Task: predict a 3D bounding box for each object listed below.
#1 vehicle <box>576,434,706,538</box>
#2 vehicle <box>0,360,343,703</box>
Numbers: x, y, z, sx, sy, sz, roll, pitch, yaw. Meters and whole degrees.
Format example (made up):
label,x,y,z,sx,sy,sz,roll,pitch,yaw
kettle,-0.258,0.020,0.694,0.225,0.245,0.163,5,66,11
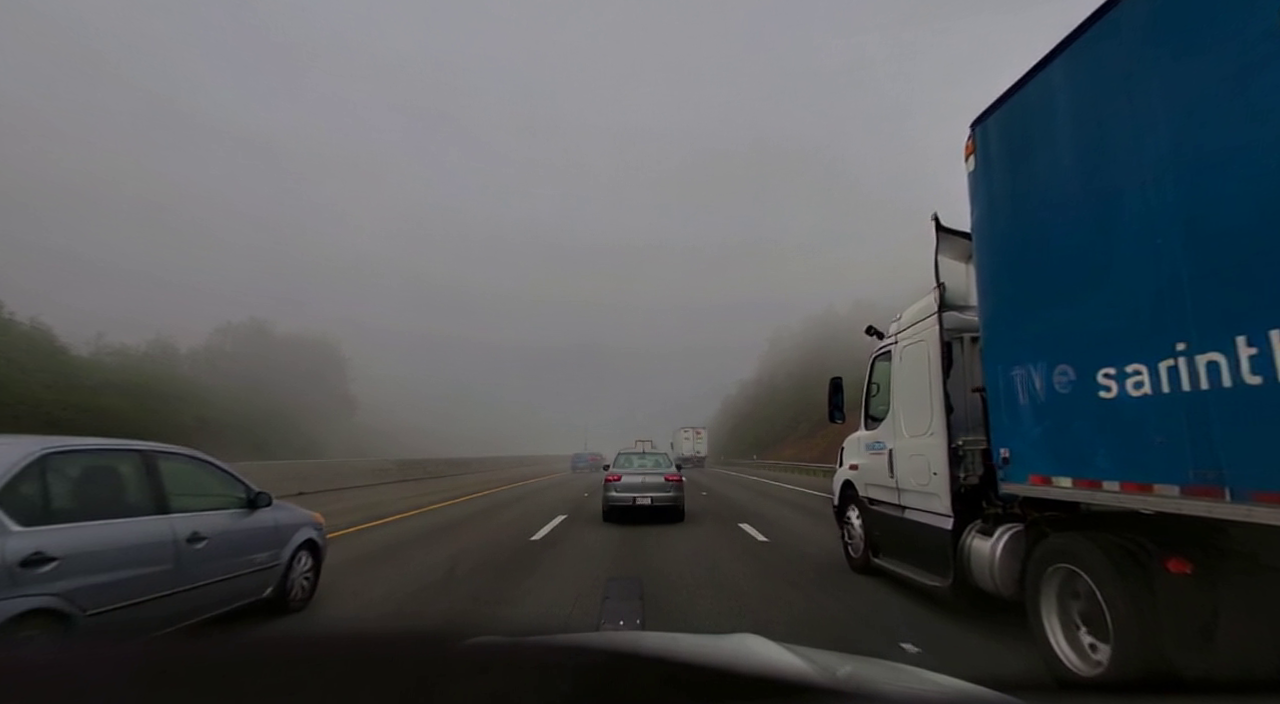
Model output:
label,x,y,z,sx,sy,sz,roll,pitch,yaw
vehicle,0.005,2.324,11.444,1.973,1.574,3.426,0,-9,0
vehicle,-3.477,0.936,2.825,1.985,1.671,4.604,0,-9,1
